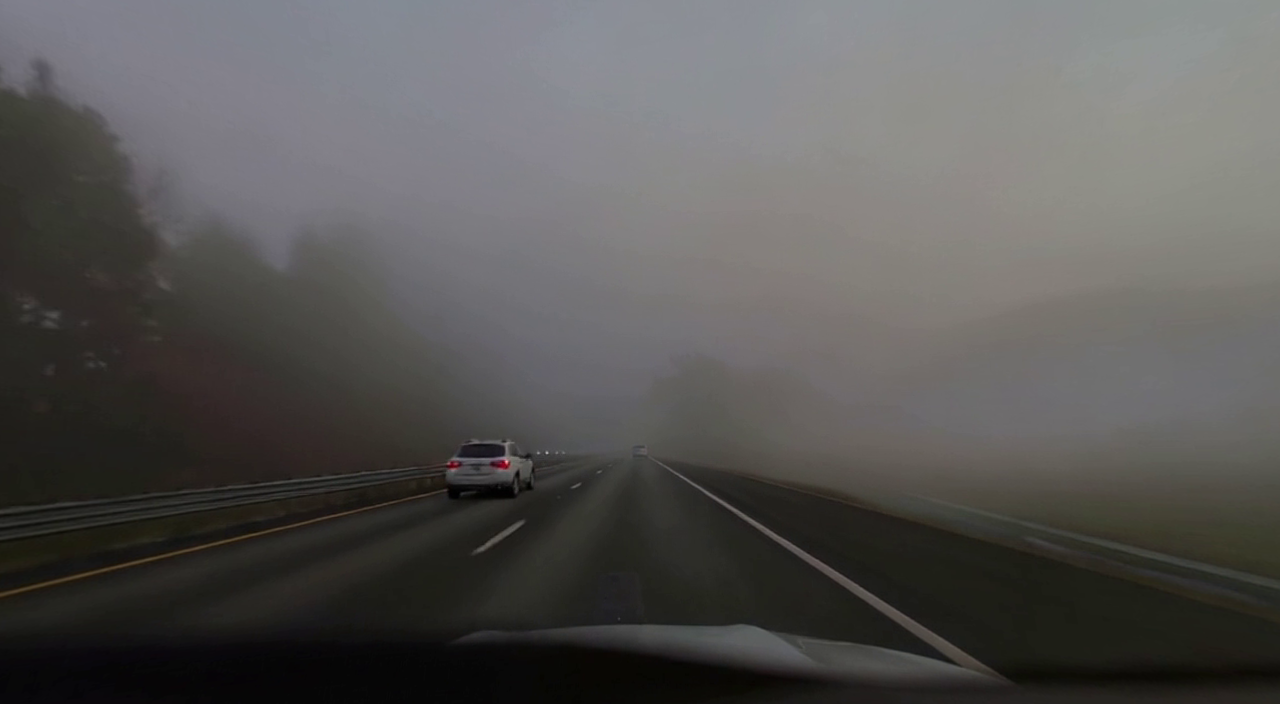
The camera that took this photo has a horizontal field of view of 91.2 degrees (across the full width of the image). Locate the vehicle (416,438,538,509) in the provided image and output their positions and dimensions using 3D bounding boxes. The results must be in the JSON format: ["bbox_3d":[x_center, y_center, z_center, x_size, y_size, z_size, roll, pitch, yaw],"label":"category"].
[{"bbox_3d":[-4.108,3.139,16.686,1.958,1.587,4.801,0,-9,0],"label":"vehicle"}]
